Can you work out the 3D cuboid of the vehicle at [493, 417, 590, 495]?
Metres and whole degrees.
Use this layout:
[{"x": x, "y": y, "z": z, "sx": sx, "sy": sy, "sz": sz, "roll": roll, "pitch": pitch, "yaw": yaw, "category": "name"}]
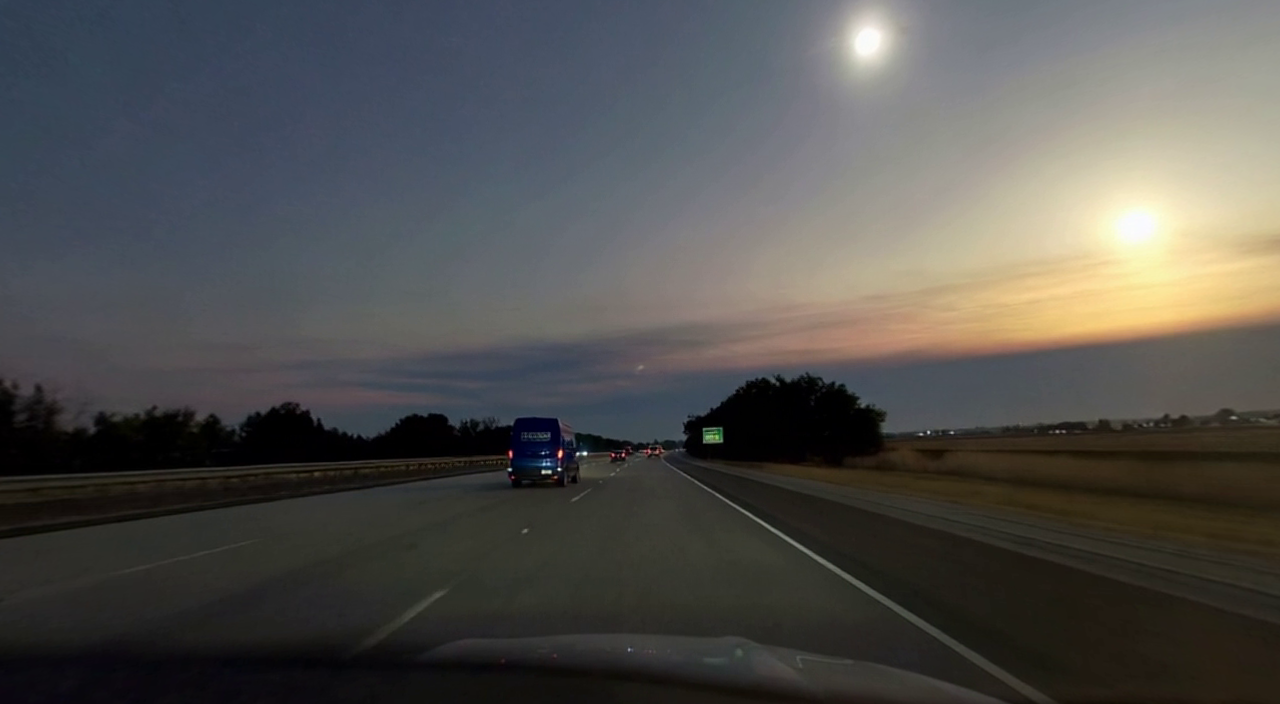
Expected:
[{"x": -3.193, "y": 3.551, "z": 21.780, "sx": 2.360, "sy": 2.367, "sz": 5.223, "roll": 0, "pitch": -9, "yaw": 1, "category": "vehicle"}]
